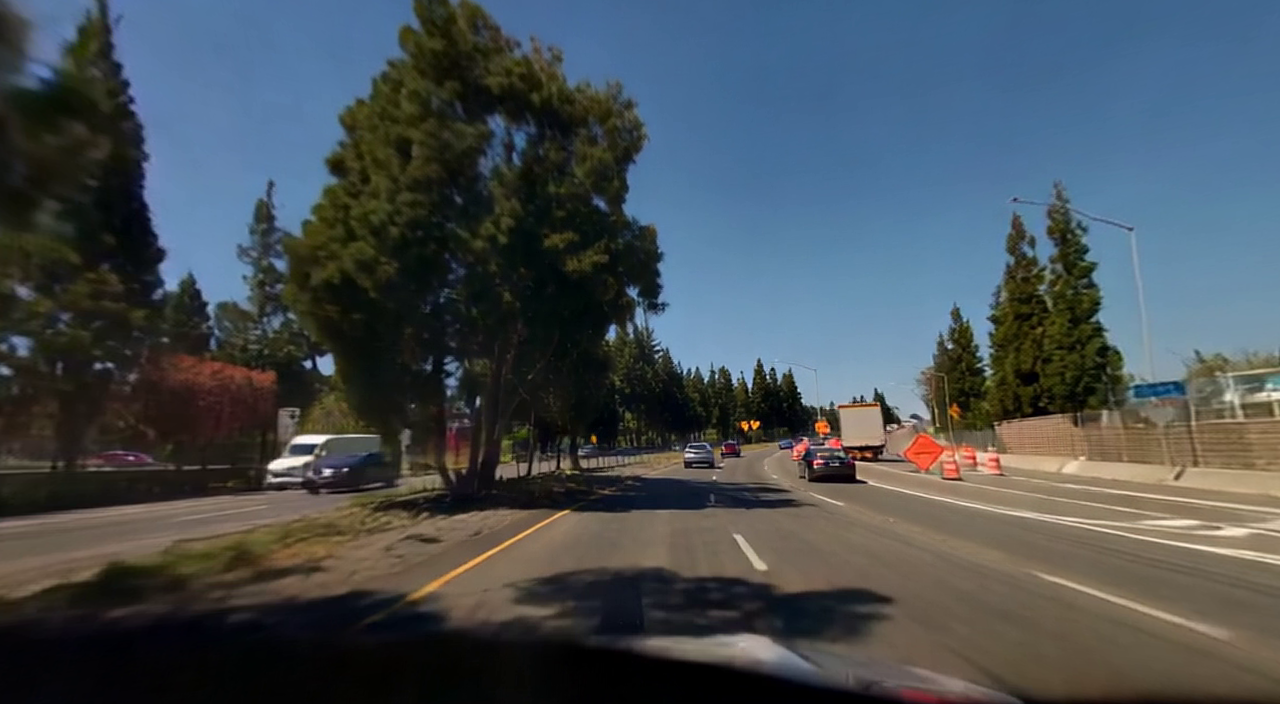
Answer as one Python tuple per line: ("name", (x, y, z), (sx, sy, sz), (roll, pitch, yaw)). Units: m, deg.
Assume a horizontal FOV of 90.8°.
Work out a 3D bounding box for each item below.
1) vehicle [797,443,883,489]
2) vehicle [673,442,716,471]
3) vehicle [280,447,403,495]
("vehicle", (7.045, 4.029, 22.735), (2.044, 1.474, 4.083), (-1, -9, 5))
("vehicle", (3.387, 6.364, 38.633), (2.201, 1.676, 4.541), (-2, -9, 10))
("vehicle", (-10.908, 4.351, 23.558), (1.903, 1.593, 4.593), (-1, -9, 7))
